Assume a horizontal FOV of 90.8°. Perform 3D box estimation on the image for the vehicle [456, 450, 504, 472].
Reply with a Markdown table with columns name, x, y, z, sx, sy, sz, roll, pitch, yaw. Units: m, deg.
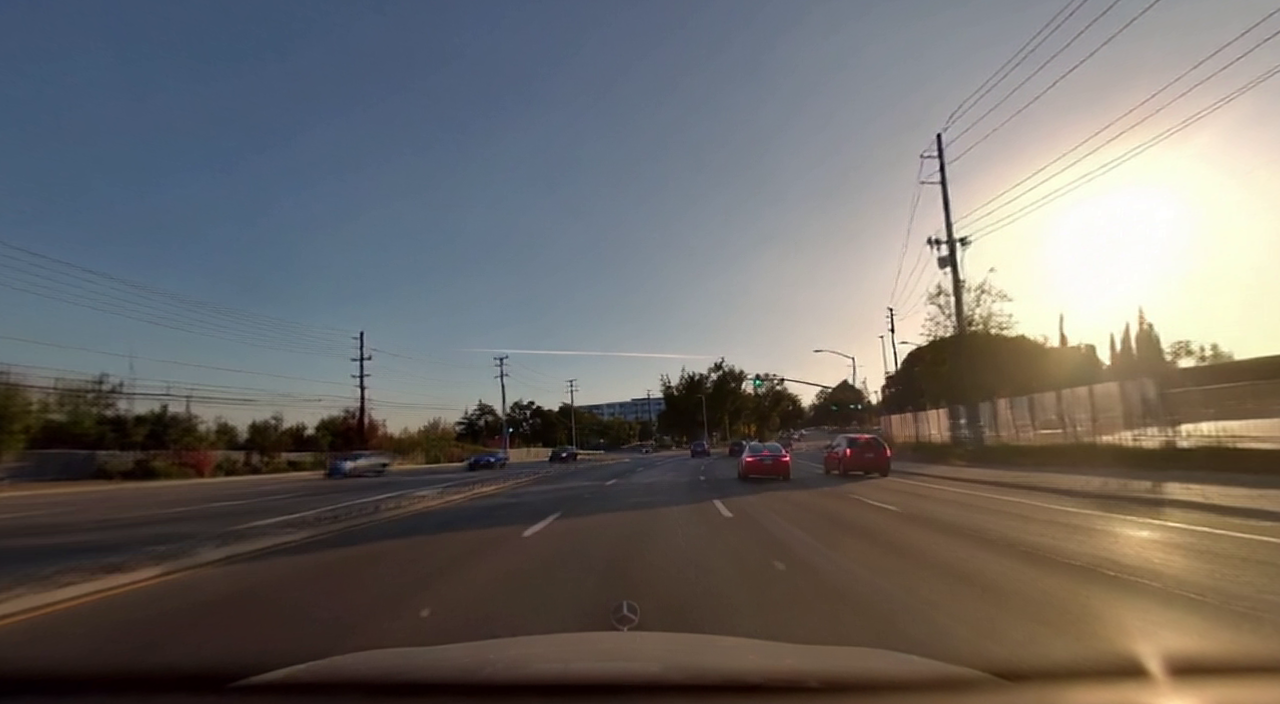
| name | x | y | z | sx | sy | sz | roll | pitch | yaw |
| --- | --- | --- | --- | --- | --- | --- | --- | --- | --- |
| vehicle | -11.816 | 8.042 | 46.960 | 1.847 | 1.478 | 4.746 | -1 | -9 | 7 |

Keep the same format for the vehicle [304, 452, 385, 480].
| name | x | y | z | sx | sy | sz | roll | pitch | yaw |
| --- | --- | --- | --- | --- | --- | --- | --- | --- | --- |
| vehicle | -16.809 | 6.493 | 36.289 | 1.959 | 1.484 | 4.672 | -1 | -9 | 7 |

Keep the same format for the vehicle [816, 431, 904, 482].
| name | x | y | z | sx | sy | sz | roll | pitch | yaw |
| --- | --- | --- | --- | --- | --- | --- | --- | --- | --- |
| vehicle | 8.361 | 4.009 | 24.476 | 2.029 | 1.795 | 4.371 | -1 | -9 | 3 |

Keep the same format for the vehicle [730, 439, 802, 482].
| name | x | y | z | sx | sy | sz | roll | pitch | yaw |
| --- | --- | --- | --- | --- | --- | --- | --- | --- | --- |
| vehicle | 4.694 | 4.111 | 24.231 | 2.035 | 1.460 | 4.392 | -1 | -8 | 3 |
